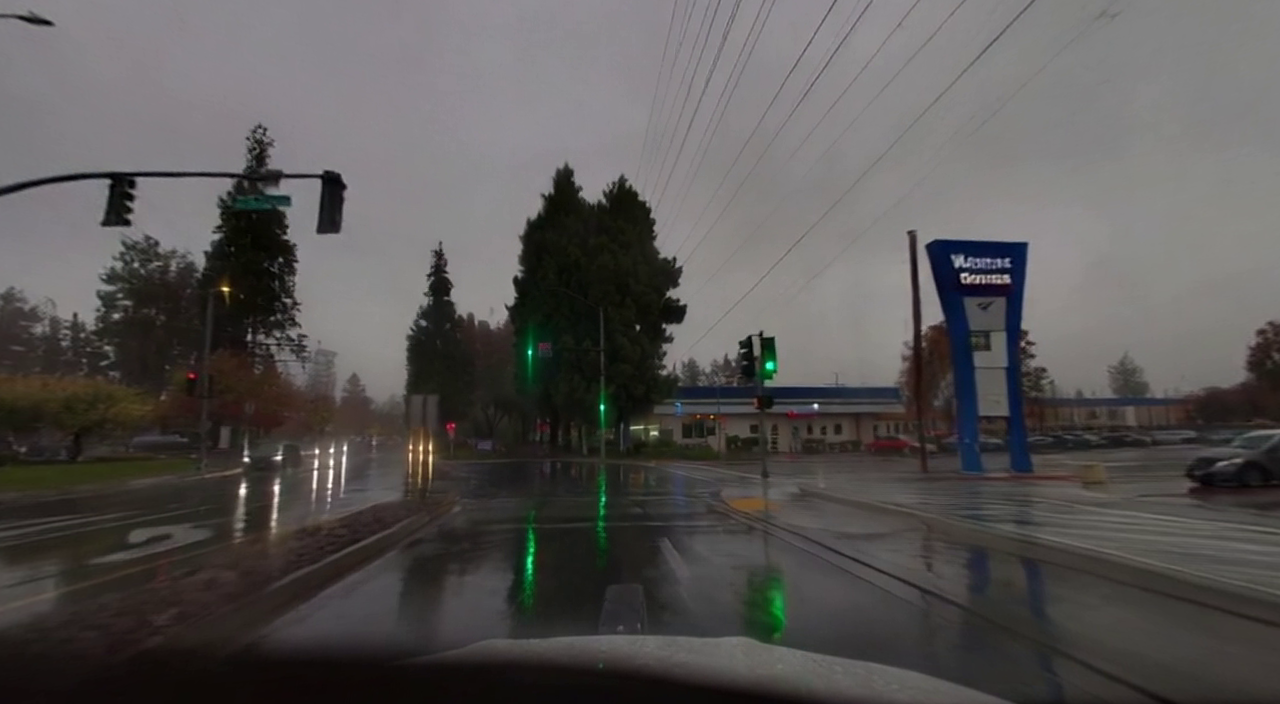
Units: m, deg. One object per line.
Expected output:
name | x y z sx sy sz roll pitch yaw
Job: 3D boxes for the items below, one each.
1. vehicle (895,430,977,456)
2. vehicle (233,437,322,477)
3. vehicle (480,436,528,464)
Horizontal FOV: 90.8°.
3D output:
vehicle | 19.950 6.132 42.711 4.544 1.630 2.055 -1 -8 8
vehicle | -15.129 4.349 26.691 2.207 1.503 4.561 2 -8 -17
vehicle | -7.915 5.642 36.603 2.094 1.500 3.682 3 -8 -21
